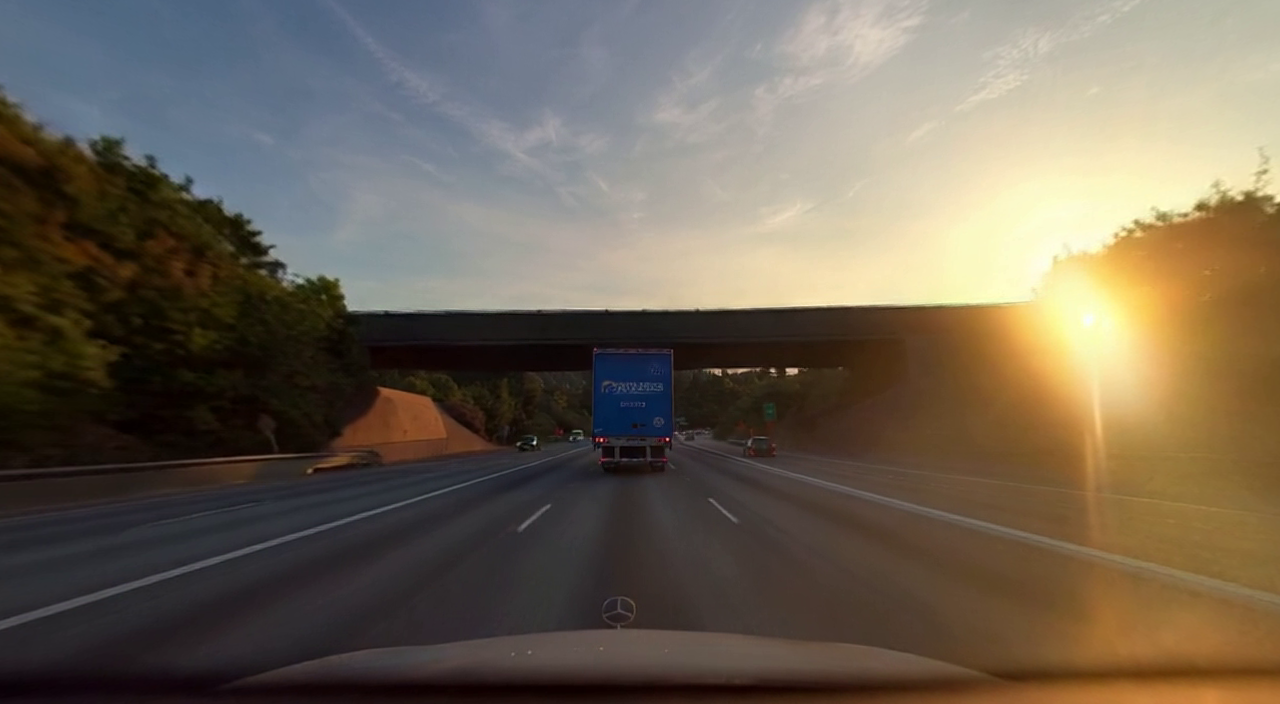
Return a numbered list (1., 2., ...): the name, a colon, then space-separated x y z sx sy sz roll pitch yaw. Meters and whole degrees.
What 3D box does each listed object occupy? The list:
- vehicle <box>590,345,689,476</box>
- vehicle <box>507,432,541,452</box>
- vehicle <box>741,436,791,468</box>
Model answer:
1. vehicle: -0.247 2.369 23.667 2.895 3.861 10.213 0 -8 -3
2. vehicle: -9.114 7.069 49.630 1.955 1.453 3.855 0 -8 0
3. vehicle: 7.447 5.922 37.599 2.050 1.637 4.397 3 -7 0
